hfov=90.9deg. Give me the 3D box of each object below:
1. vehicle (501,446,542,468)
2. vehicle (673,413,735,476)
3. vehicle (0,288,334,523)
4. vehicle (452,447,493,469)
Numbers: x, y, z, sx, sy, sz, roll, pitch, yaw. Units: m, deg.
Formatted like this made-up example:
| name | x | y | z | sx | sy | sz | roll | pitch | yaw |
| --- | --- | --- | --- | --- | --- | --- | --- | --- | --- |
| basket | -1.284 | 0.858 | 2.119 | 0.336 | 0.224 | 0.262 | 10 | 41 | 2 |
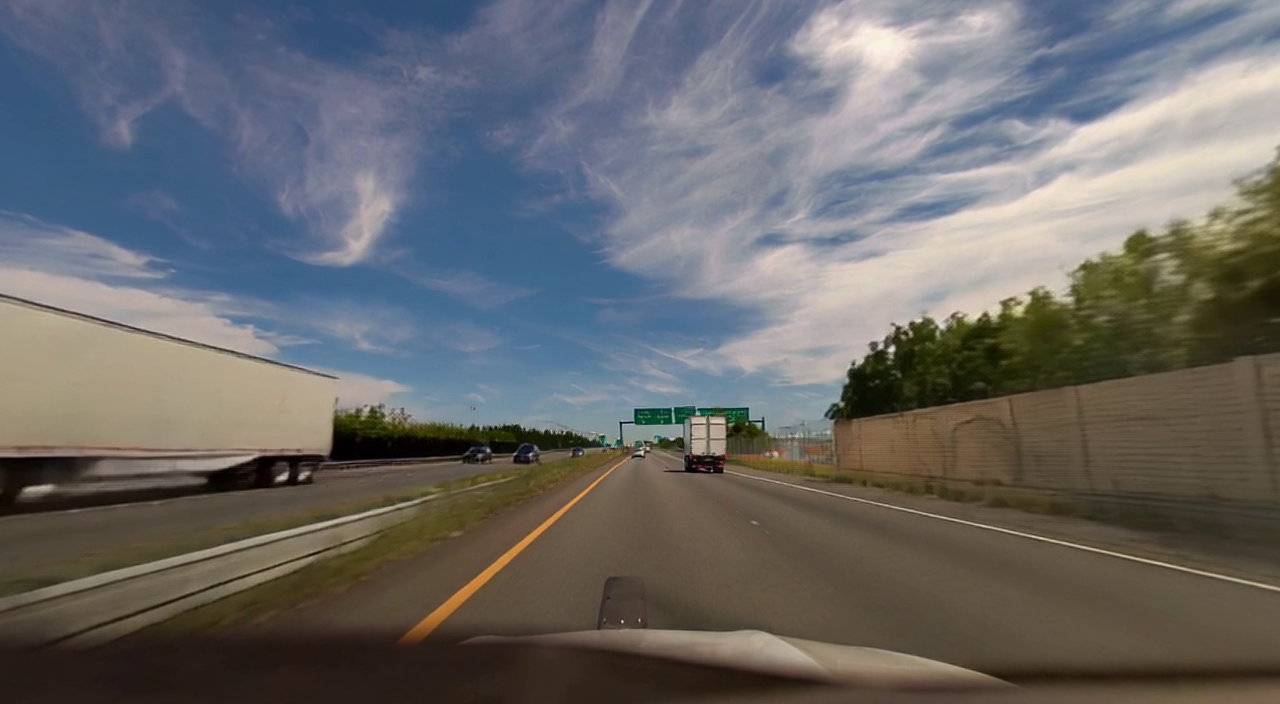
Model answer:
| name | x | y | z | sx | sy | sz | roll | pitch | yaw |
| --- | --- | --- | --- | --- | --- | --- | --- | --- | --- |
| vehicle | -8.896 | 7.935 | 47.651 | 2.213 | 1.567 | 4.564 | 0 | -9 | 1 |
| vehicle | 4.523 | 7.052 | 48.109 | 3.038 | 4.047 | 13.741 | 0 | -8 | -1 |
| vehicle | -12.656 | 1.612 | 15.476 | 2.951 | 4.056 | 14.865 | 0 | -9 | 0 |
| vehicle | -12.568 | 7.972 | 47.601 | 1.909 | 1.583 | 4.285 | 0 | -9 | 0 |
